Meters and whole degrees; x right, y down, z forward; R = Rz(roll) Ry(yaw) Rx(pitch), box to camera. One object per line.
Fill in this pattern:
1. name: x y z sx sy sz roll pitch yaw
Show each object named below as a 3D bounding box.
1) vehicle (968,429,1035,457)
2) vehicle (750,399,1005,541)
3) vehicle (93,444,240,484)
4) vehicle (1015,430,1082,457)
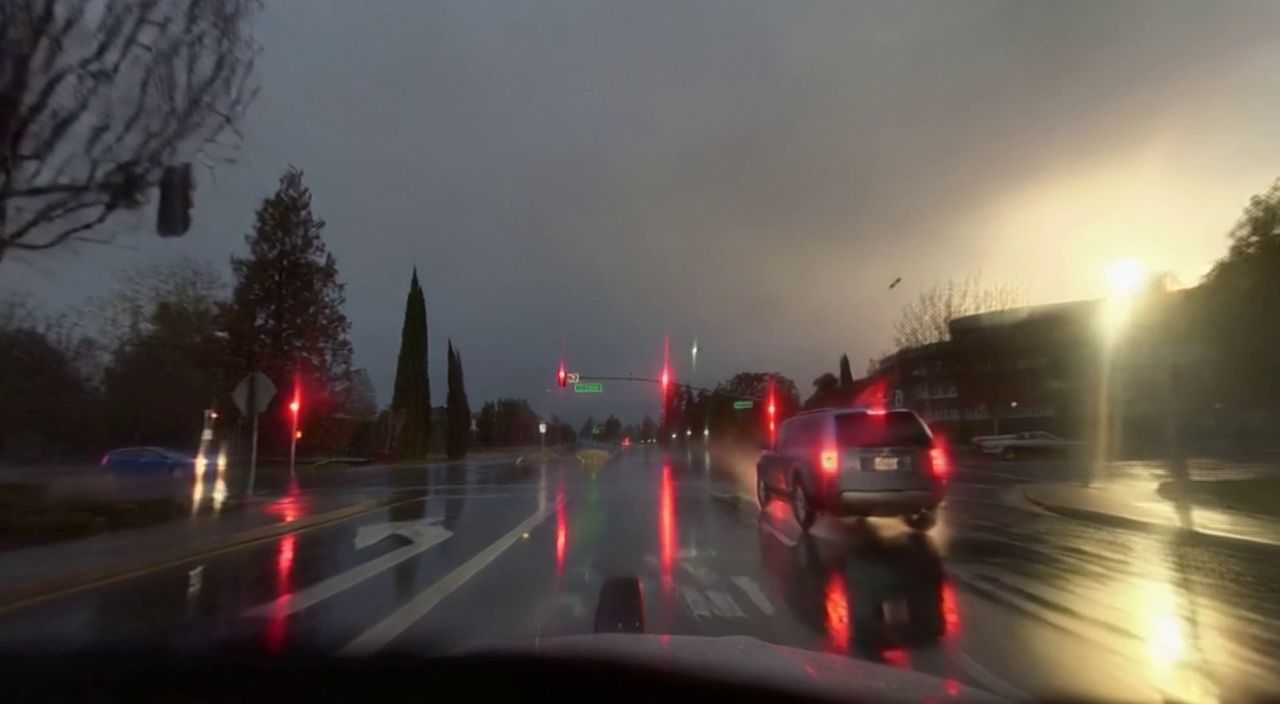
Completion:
1. vehicle: 24.025 6.110 42.208 1.896 1.760 4.107 0 -9 -2
2. vehicle: 3.473 1.873 10.598 2.229 1.795 4.927 0 -9 -1
3. vehicle: -20.885 4.930 28.070 4.737 1.659 2.042 1 -9 -7
4. vehicle: 27.251 6.123 42.291 1.883 1.685 3.953 -1 -9 2
